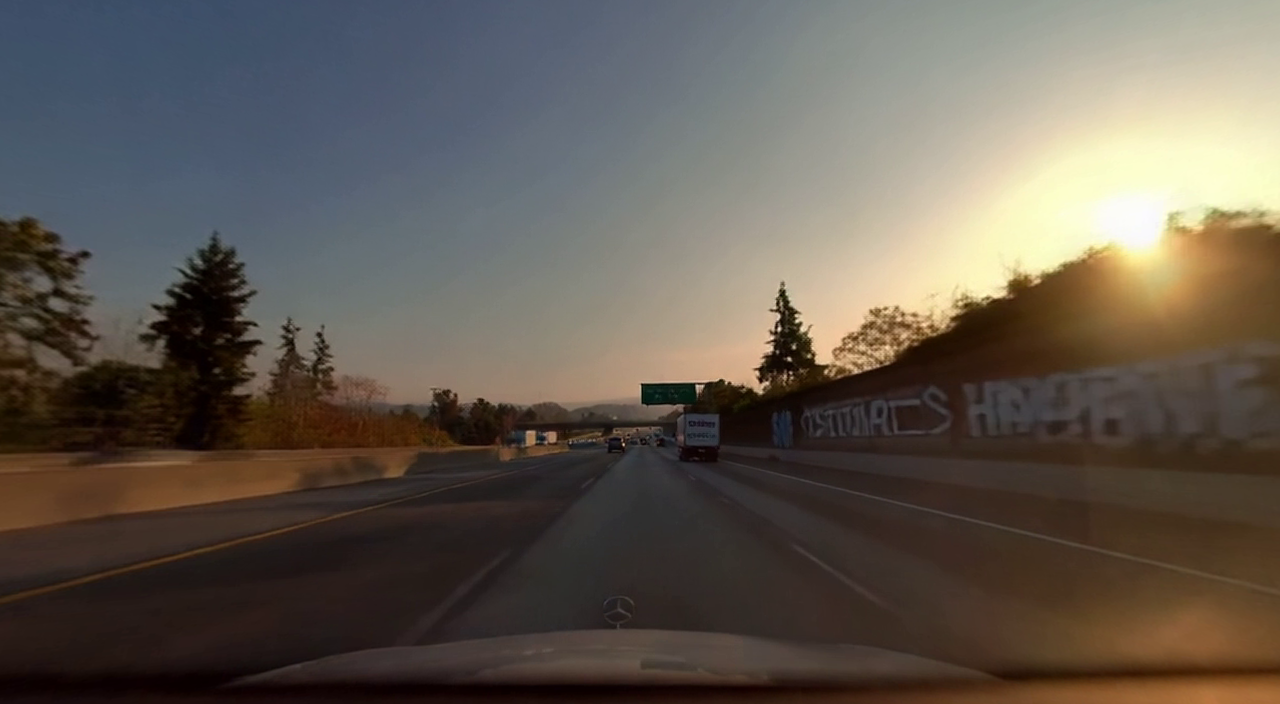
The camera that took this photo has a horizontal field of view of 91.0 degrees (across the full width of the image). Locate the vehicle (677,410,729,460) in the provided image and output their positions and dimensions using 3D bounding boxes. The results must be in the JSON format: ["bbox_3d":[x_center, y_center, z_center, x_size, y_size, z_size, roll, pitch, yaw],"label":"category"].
[{"bbox_3d":[4.700,6.516,49.105,2.949,3.470,10.539,-1,-8,0],"label":"vehicle"}]
